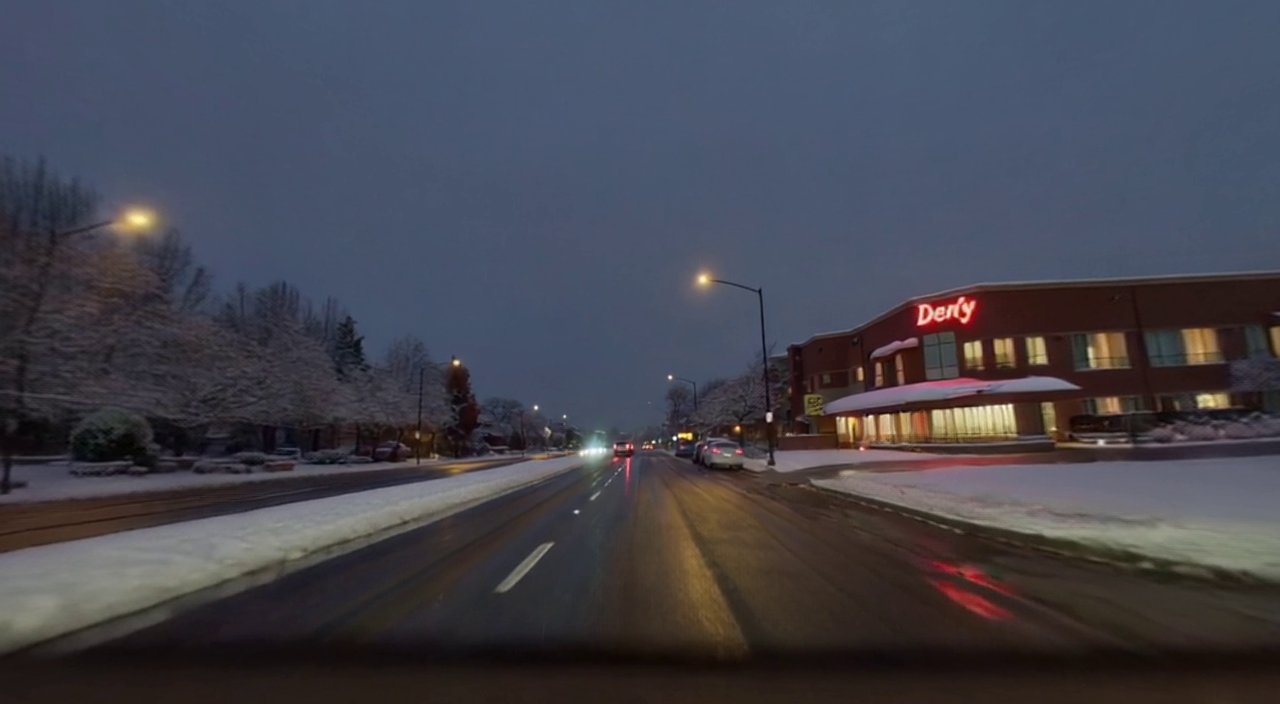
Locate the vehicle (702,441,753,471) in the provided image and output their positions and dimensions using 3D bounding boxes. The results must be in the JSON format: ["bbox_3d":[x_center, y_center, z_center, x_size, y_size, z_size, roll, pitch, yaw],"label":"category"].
[{"bbox_3d":[4.638,5.580,34.119,2.085,1.509,5.134,0,-8,1],"label":"vehicle"}]
